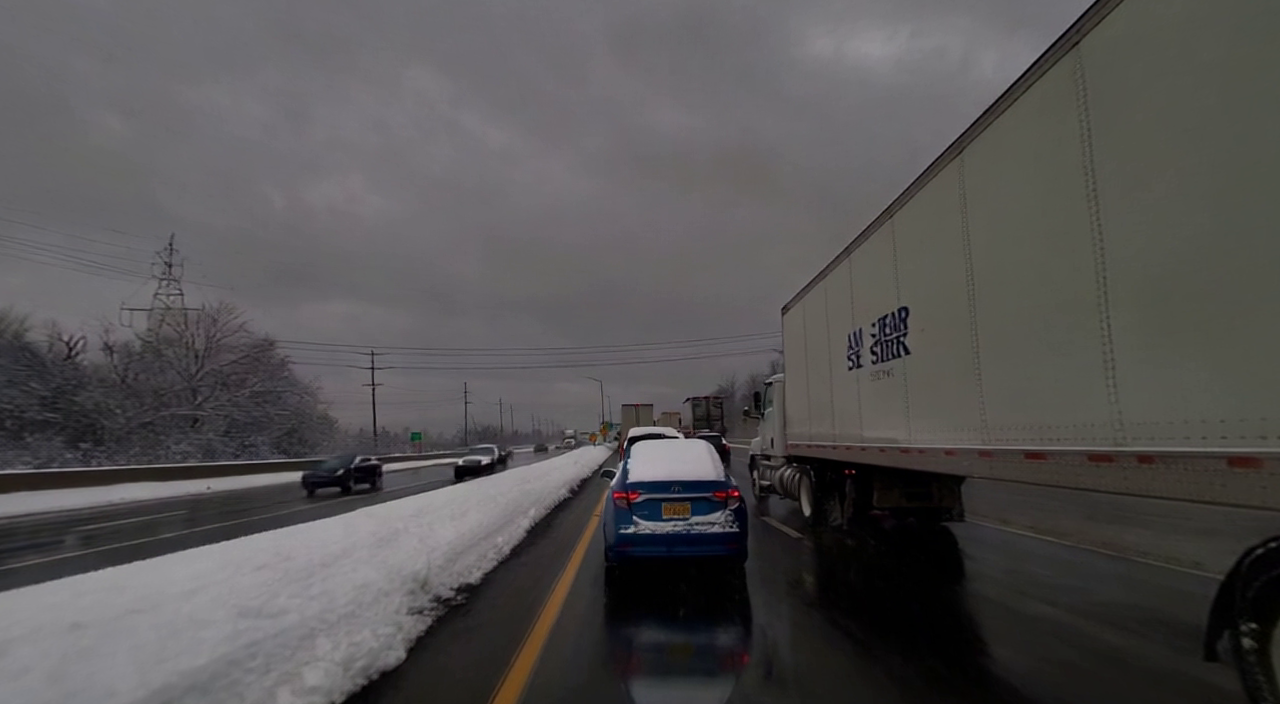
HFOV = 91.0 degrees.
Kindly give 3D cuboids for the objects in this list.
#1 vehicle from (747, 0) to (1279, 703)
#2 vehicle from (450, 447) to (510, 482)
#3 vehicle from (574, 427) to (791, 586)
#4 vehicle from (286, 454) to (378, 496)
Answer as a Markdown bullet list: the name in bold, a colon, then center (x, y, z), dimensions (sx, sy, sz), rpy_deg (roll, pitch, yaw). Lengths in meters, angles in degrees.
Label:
- **vehicle**: center (4.146, 0.248, 6.627), dimensions (3.138, 4.065, 14.276), rpy_deg (0, -8, -1)
- **vehicle**: center (-8.139, 5.725, 32.404), dimensions (1.991, 1.629, 4.259), rpy_deg (-1, -8, 0)
- **vehicle**: center (0.329, 1.712, 7.796), dimensions (2.045, 1.446, 3.597), rpy_deg (0, -8, -2)
- **vehicle**: center (-12.238, 4.887, 25.295), dimensions (1.795, 1.441, 3.759), rpy_deg (-1, -8, 0)
